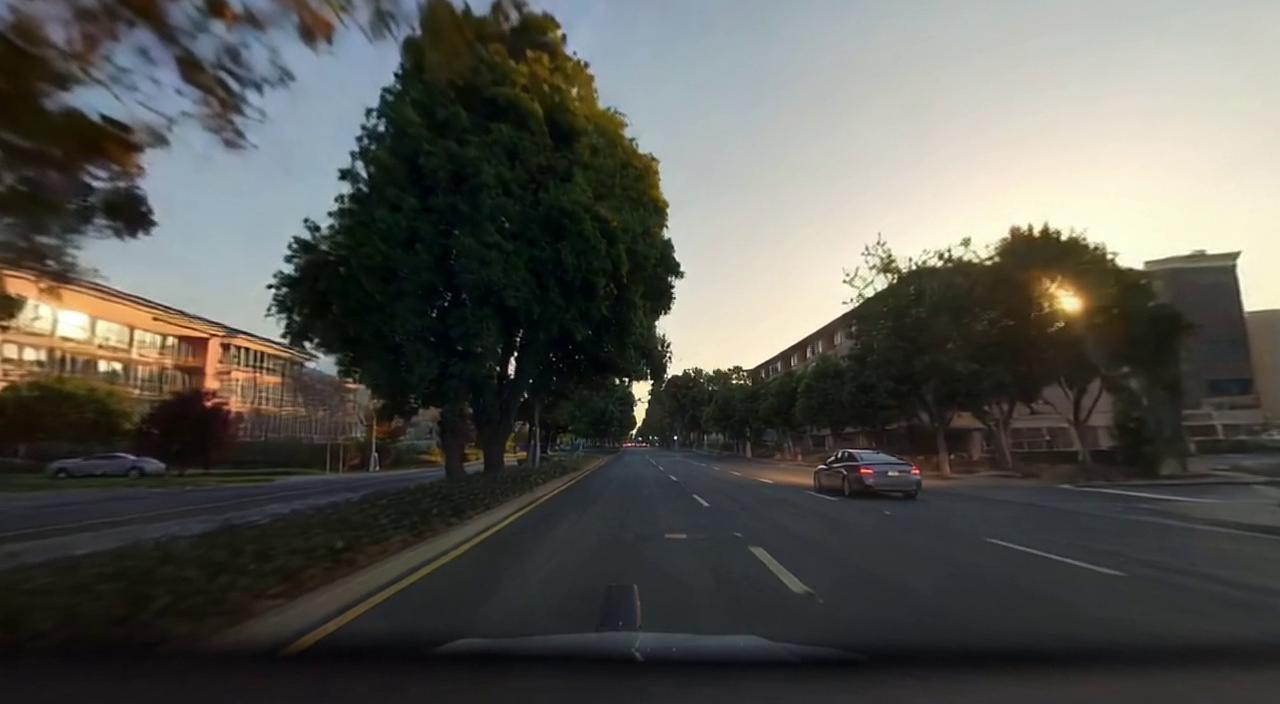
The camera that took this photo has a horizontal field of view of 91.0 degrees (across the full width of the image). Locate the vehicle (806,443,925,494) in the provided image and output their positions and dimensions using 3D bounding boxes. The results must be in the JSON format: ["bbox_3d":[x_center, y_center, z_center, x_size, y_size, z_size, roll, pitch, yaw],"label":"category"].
[{"bbox_3d":[6.988,3.640,20.131,2.054,1.421,4.487,0,-9,-1],"label":"vehicle"}]
